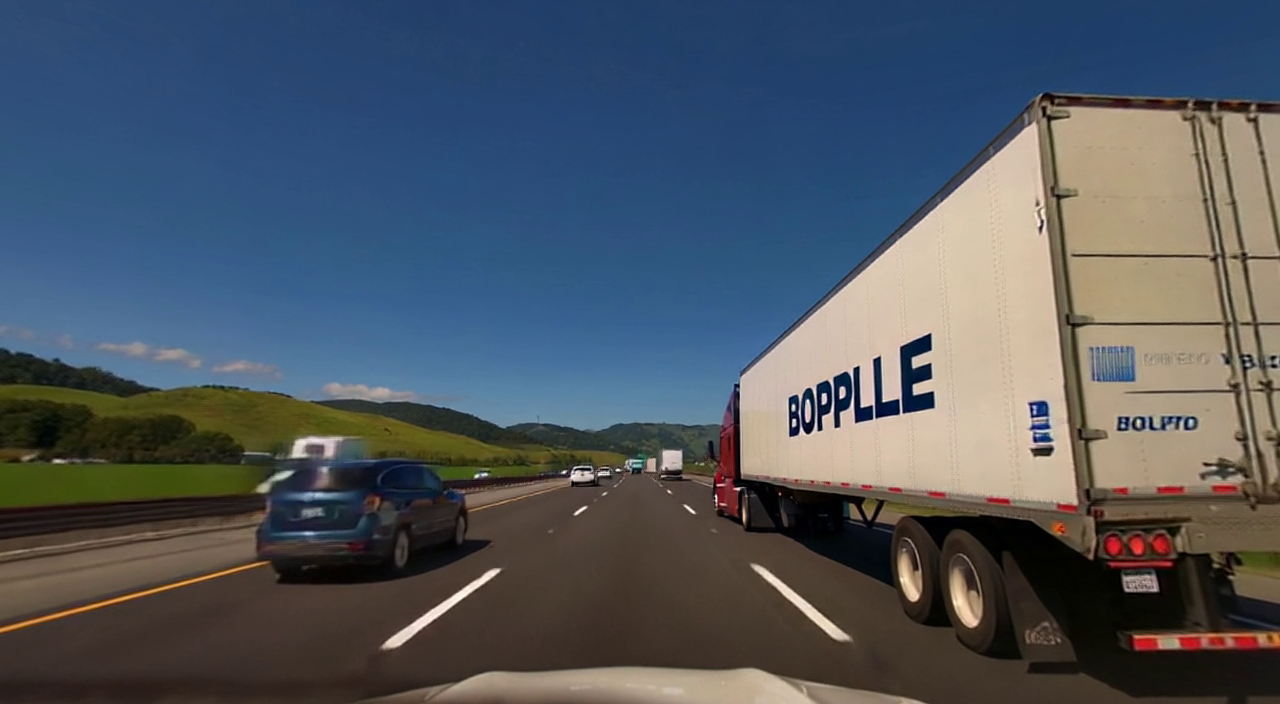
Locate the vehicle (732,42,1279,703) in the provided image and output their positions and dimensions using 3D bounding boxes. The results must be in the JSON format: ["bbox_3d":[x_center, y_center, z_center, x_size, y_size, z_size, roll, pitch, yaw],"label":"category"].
[{"bbox_3d":[4.085,1.311,10.605,2.839,4.062,14.051,1,-11,0],"label":"vehicle"}]

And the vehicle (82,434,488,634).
[{"bbox_3d":[-3.277,1.816,7.095,2.021,1.505,4.286,1,-11,0],"label":"vehicle"}]

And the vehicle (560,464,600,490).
[{"bbox_3d":[-3.907,8.274,41.697,2.088,1.566,4.853,1,-11,1],"label":"vehicle"}]
